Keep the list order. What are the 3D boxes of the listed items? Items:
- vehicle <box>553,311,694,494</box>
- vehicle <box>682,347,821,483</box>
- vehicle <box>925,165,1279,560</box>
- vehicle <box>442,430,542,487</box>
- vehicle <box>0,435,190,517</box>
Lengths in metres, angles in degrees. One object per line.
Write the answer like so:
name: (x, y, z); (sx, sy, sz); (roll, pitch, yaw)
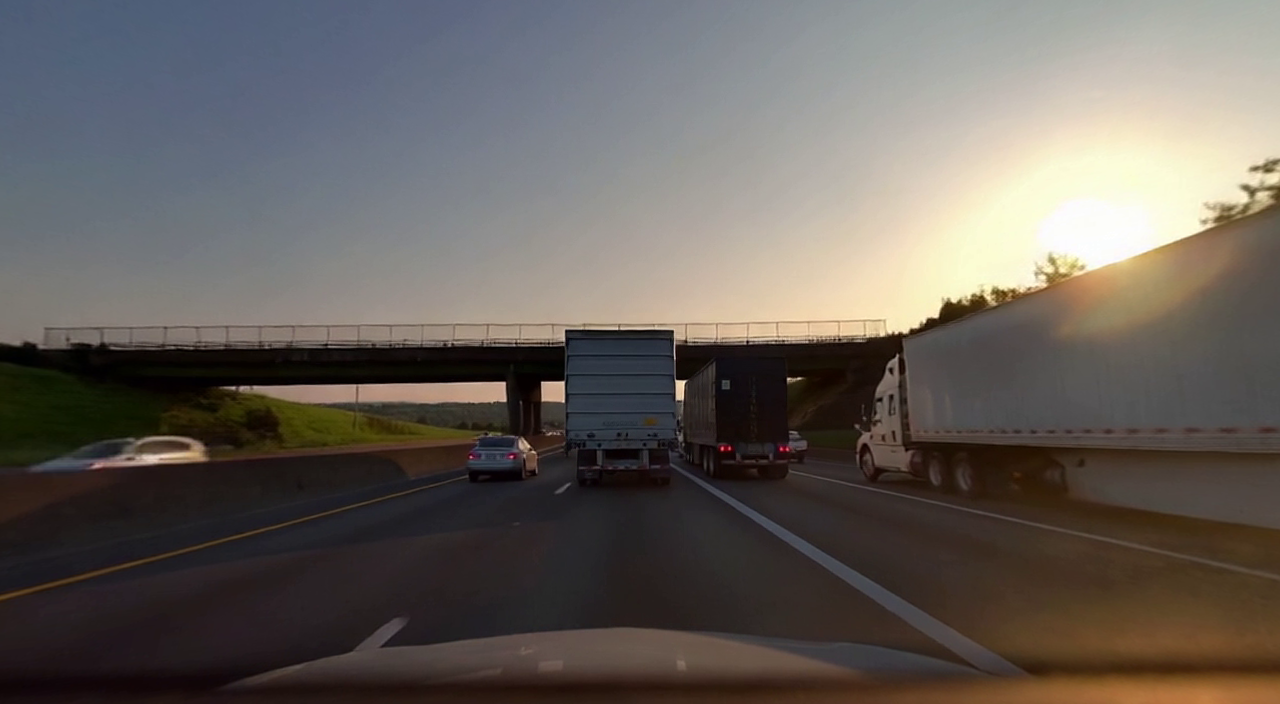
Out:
vehicle: (-0.576, 1.816, 19.360); (3.090, 4.065, 10.702); (0, -8, -2)
vehicle: (3.538, 2.548, 23.693); (2.817, 3.886, 11.491); (0, -8, -2)
vehicle: (8.199, 0.281, 7.872); (3.000, 4.114, 13.063); (0, -8, -1)
vehicle: (-4.189, 3.049, 18.488); (2.049, 1.483, 3.786); (0, -8, 0)
vehicle: (-11.932, 2.506, 13.382); (1.818, 1.452, 3.990); (0, -8, -1)
